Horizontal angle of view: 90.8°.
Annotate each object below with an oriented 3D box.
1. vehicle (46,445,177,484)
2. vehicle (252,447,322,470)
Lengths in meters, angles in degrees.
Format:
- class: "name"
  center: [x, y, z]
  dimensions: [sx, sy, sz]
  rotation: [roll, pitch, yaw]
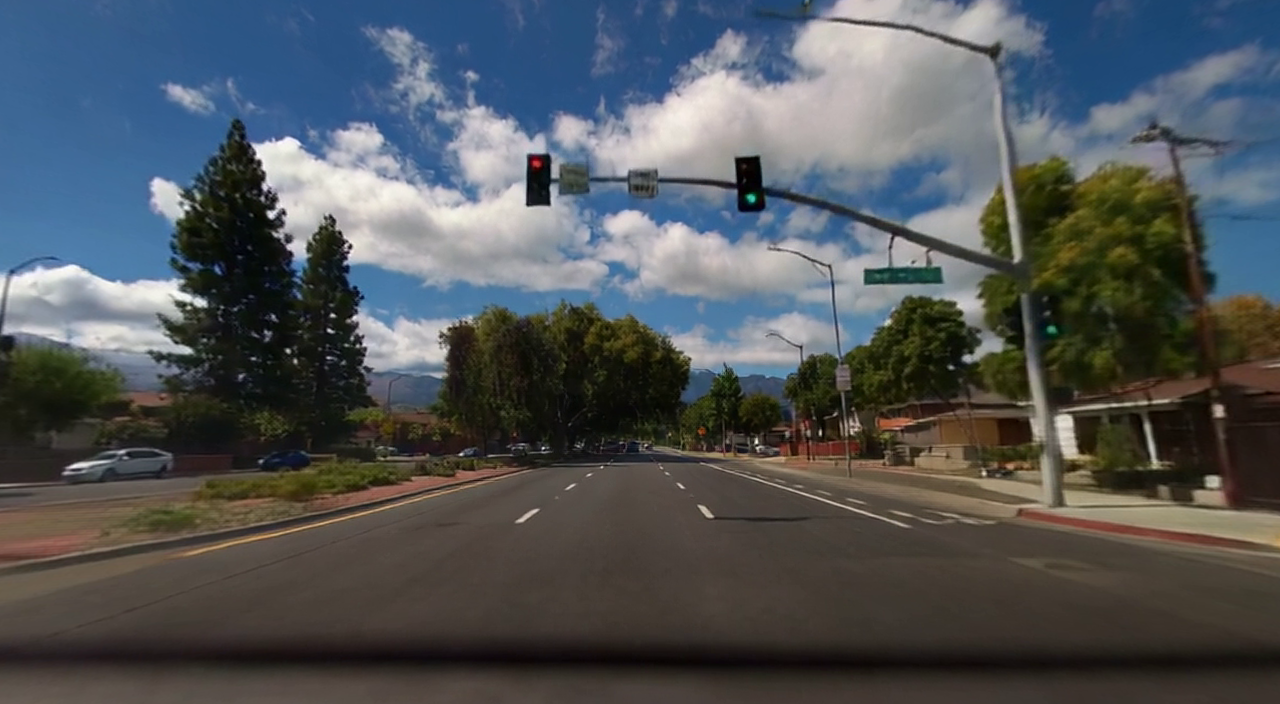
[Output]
- class: "vehicle"
  center: [-25.136, 5.328, 30.353]
  dimensions: [1.908, 1.719, 4.972]
  rotation: [0, -8, 1]
- class: "vehicle"
  center: [-24.777, 7.474, 44.576]
  dimensions: [1.916, 1.524, 4.993]
  rotation: [-1, -8, 3]
